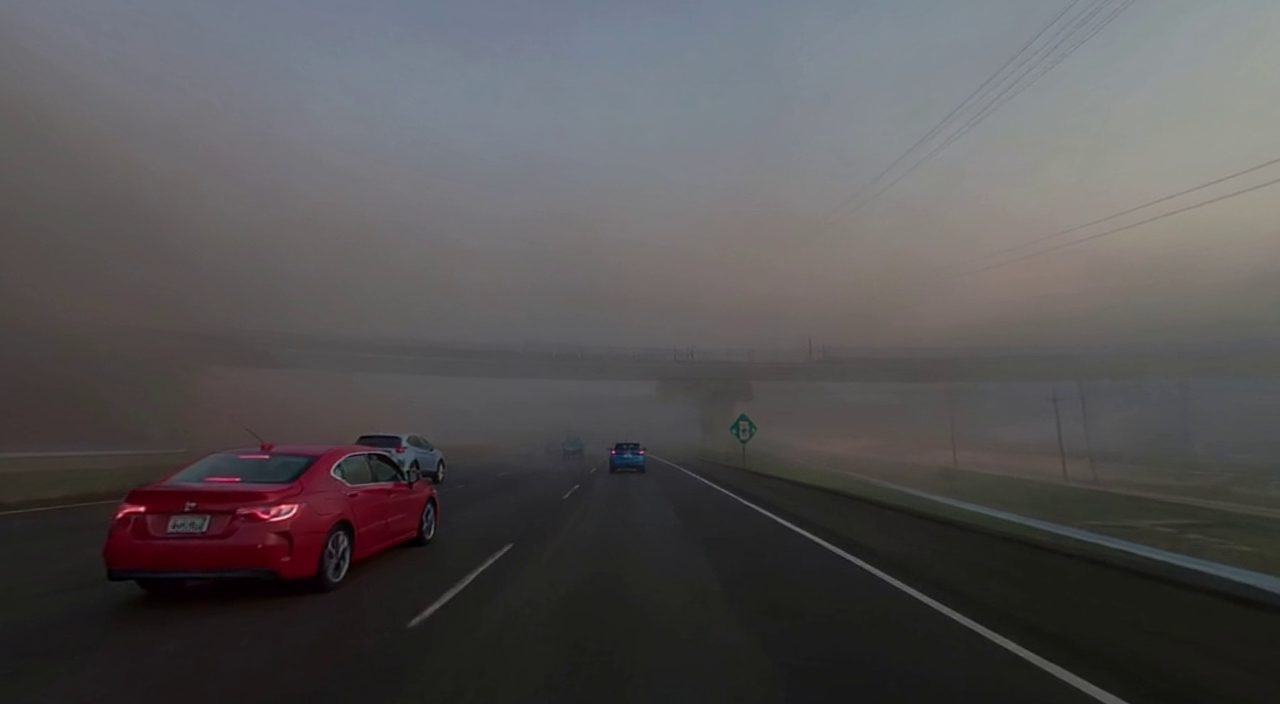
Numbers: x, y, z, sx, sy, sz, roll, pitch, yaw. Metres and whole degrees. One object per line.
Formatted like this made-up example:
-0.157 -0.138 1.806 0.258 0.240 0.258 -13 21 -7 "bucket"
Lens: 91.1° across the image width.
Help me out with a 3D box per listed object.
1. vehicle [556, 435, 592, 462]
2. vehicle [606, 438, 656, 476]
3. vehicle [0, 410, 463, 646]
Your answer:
-4.719 6.986 45.513 2.174 1.806 3.932 0 -8 -1 "vehicle"
-0.394 4.353 26.326 1.954 1.460 3.983 0 -8 -2 "vehicle"
-3.511 1.478 6.434 2.035 1.514 4.600 0 -8 0 "vehicle"
